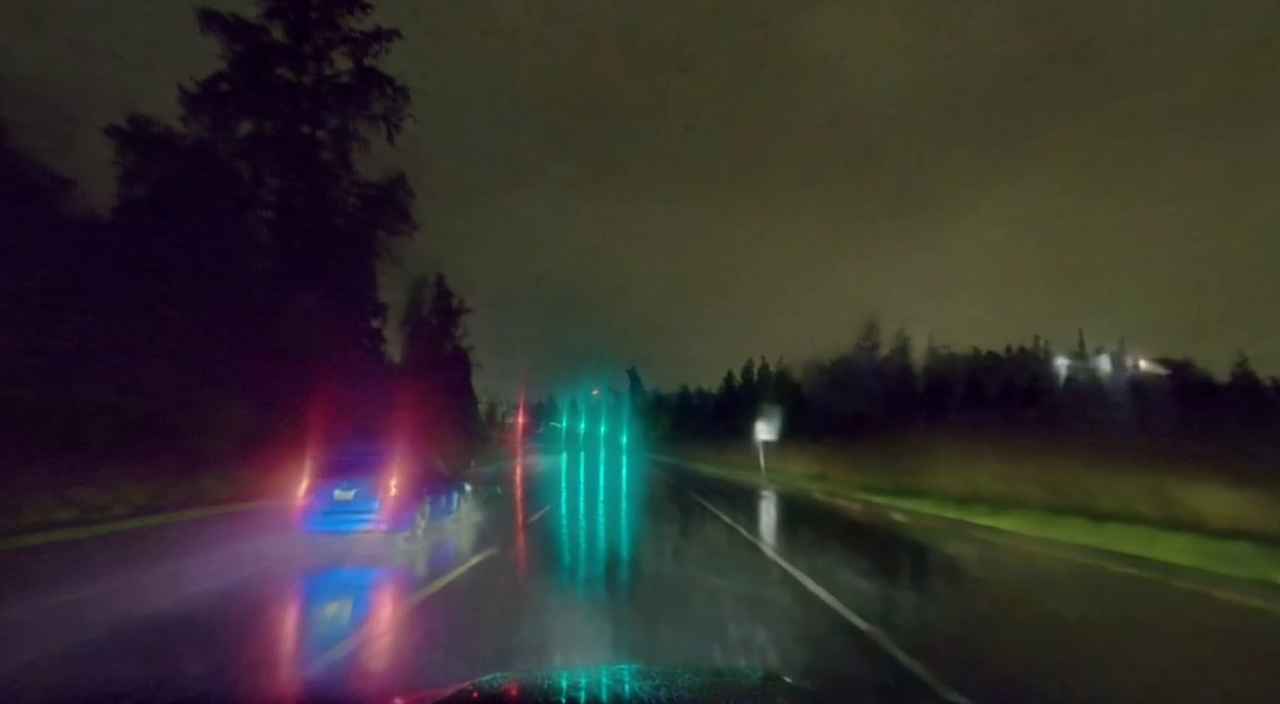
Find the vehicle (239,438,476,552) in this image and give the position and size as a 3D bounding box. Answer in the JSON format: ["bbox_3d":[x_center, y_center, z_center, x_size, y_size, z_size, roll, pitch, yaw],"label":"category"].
[{"bbox_3d":[-4.387,2.264,10.743,1.968,1.503,4.443,0,-9,0],"label":"vehicle"}]
